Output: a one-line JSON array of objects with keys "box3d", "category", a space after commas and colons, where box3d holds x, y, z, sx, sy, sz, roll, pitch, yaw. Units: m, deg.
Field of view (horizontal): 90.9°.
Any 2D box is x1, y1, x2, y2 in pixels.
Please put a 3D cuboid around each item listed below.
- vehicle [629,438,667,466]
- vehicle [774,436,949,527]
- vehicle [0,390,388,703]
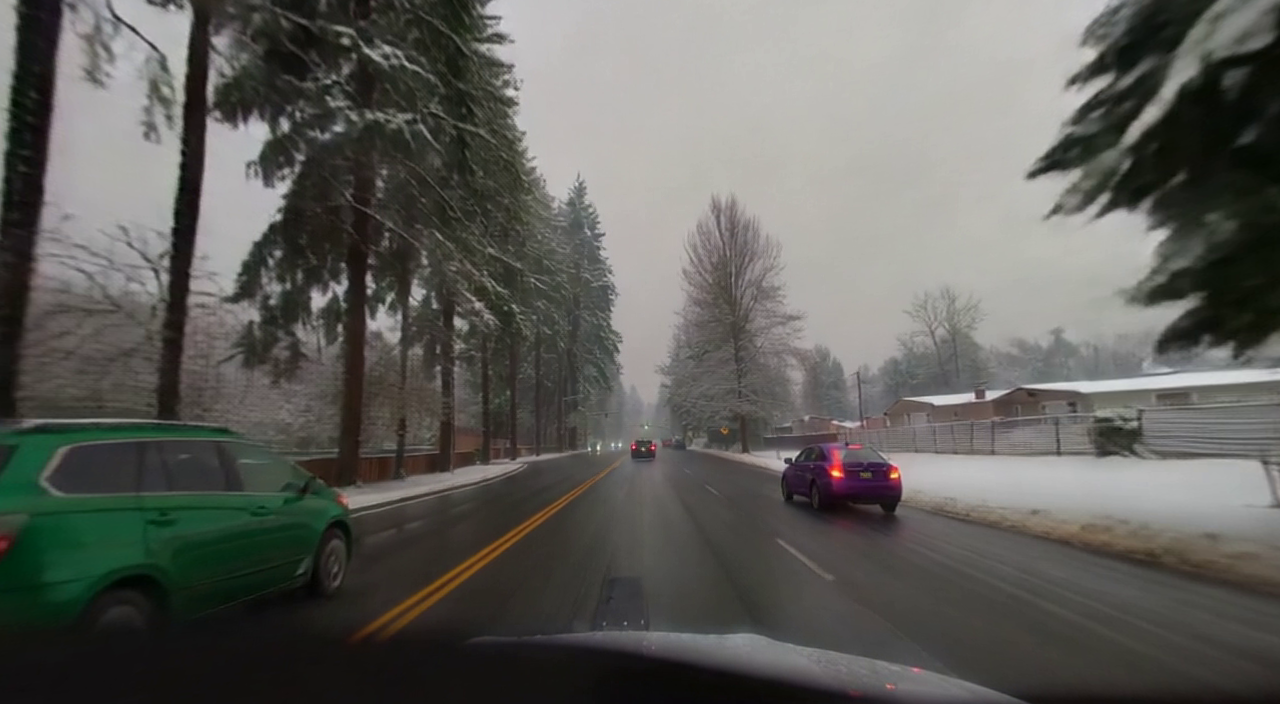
[{"box3d": [0.512, 6.070, 38.650, 2.206, 1.525, 4.695, -1, -7, 1], "category": "vehicle"}, {"box3d": [4.170, 2.456, 12.790, 1.943, 1.471, 4.515, -1, -7, 0], "category": "vehicle"}, {"box3d": [-3.691, 1.122, 3.966, 2.162, 1.546, 4.889, -1, -7, 0], "category": "vehicle"}]
